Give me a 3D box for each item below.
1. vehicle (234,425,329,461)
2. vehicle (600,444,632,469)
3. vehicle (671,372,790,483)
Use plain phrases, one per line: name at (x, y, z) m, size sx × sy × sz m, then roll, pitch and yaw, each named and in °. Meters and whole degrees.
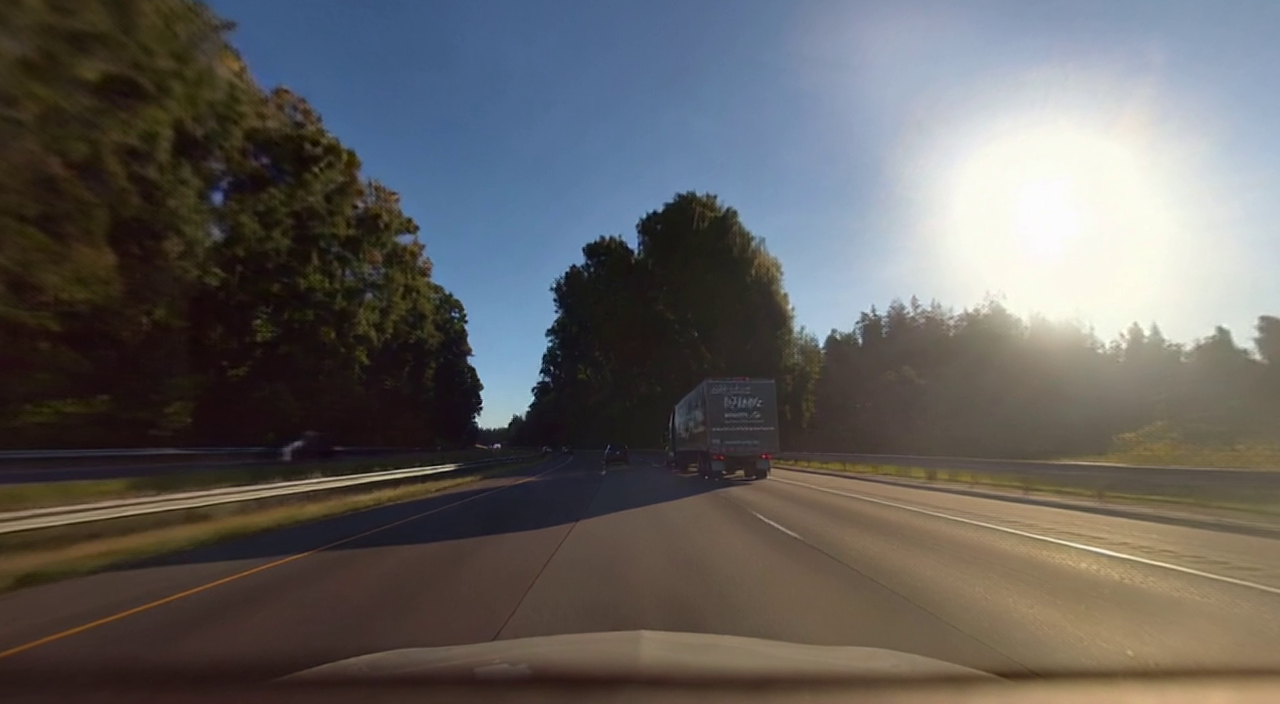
vehicle at (-17.352, 4.478, 30.823) m, size 1.926 × 1.629 × 4.668 m, roll 0°, pitch -9°, yaw -1°
vehicle at (-1.468, 6.475, 39.113) m, size 1.913 × 1.460 × 3.610 m, roll 0°, pitch -9°, yaw -1°
vehicle at (3.618, 3.788, 30.008) m, size 2.951 × 4.012 × 14.203 m, roll 0°, pitch -9°, yaw -3°
